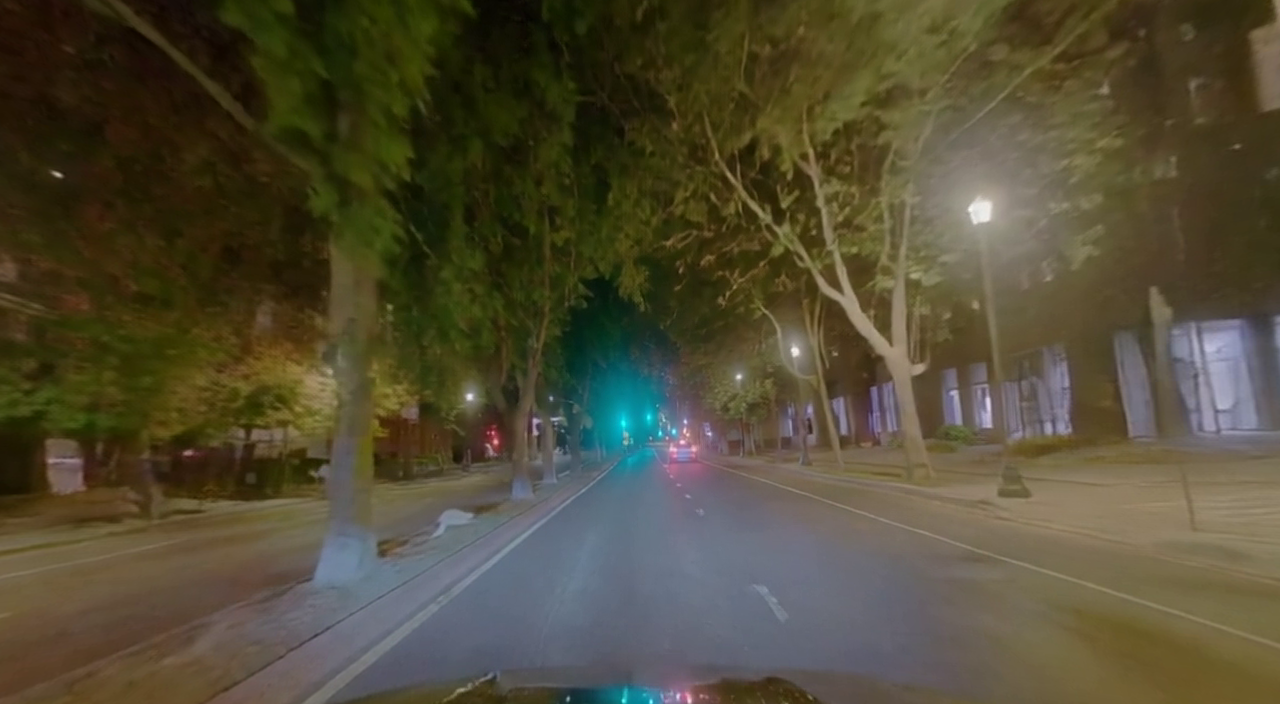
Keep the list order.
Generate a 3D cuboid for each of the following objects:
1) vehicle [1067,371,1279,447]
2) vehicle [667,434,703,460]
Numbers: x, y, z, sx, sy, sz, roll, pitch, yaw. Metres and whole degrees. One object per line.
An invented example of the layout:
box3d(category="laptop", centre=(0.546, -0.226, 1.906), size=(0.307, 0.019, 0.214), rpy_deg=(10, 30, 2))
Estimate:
box3d(category="vehicle", centre=(18.200, 1.933, 21.533), size=(5.640, 2.310, 2.101), rpy_deg=(2, -5, 4))
box3d(category="vehicle", centre=(3.015, 6.509, 43.276), size=(2.129, 1.719, 4.205), rpy_deg=(0, -8, 0))
